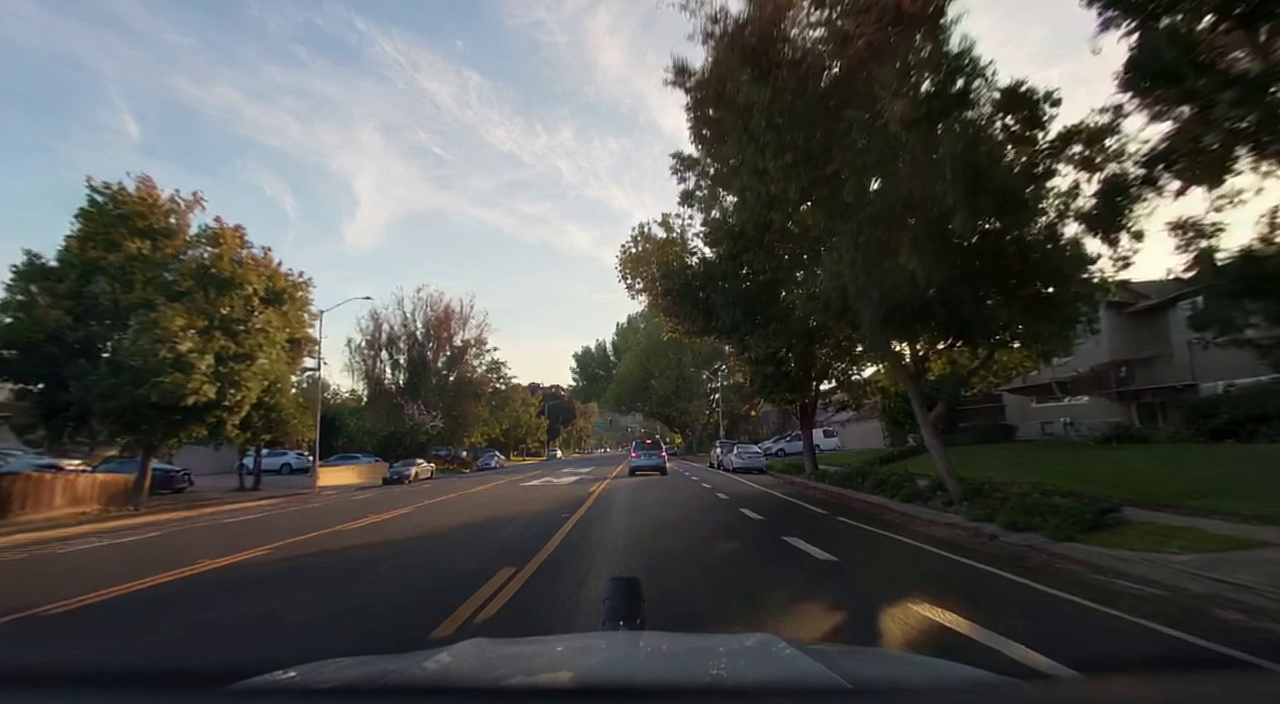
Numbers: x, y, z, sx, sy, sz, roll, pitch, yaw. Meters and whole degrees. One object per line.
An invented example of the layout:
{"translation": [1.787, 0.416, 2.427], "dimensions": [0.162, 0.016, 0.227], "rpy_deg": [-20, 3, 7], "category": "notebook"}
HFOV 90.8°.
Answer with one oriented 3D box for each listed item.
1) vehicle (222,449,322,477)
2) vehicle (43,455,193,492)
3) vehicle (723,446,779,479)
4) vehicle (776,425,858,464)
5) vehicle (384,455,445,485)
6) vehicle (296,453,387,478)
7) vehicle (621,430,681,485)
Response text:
{"translation": [-24.507, 7.394, 42.217], "dimensions": [5.278, 1.780, 2.246], "rpy_deg": [0, -8, 0], "category": "vehicle"}
{"translation": [-22.098, 5.156, 26.866], "dimensions": [4.644, 1.459, 1.997], "rpy_deg": [0, -8, 2], "category": "vehicle"}
{"translation": [5.236, 5.246, 30.308], "dimensions": [1.902, 1.472, 4.139], "rpy_deg": [0, -8, -1], "category": "vehicle"}
{"translation": [12.157, 6.367, 43.612], "dimensions": [4.855, 2.572, 2.358], "rpy_deg": [-1, -8, -1], "category": "vehicle"}
{"translation": [-12.098, 6.337, 34.170], "dimensions": [1.920, 1.476, 3.826], "rpy_deg": [0, -8, -1], "category": "vehicle"}
{"translation": [-18.899, 7.193, 40.136], "dimensions": [4.801, 1.478, 1.883], "rpy_deg": [0, -9, -2], "category": "vehicle"}
{"translation": [0.402, 4.160, 25.245], "dimensions": [2.153, 1.942, 4.767], "rpy_deg": [0, -8, 0], "category": "vehicle"}
